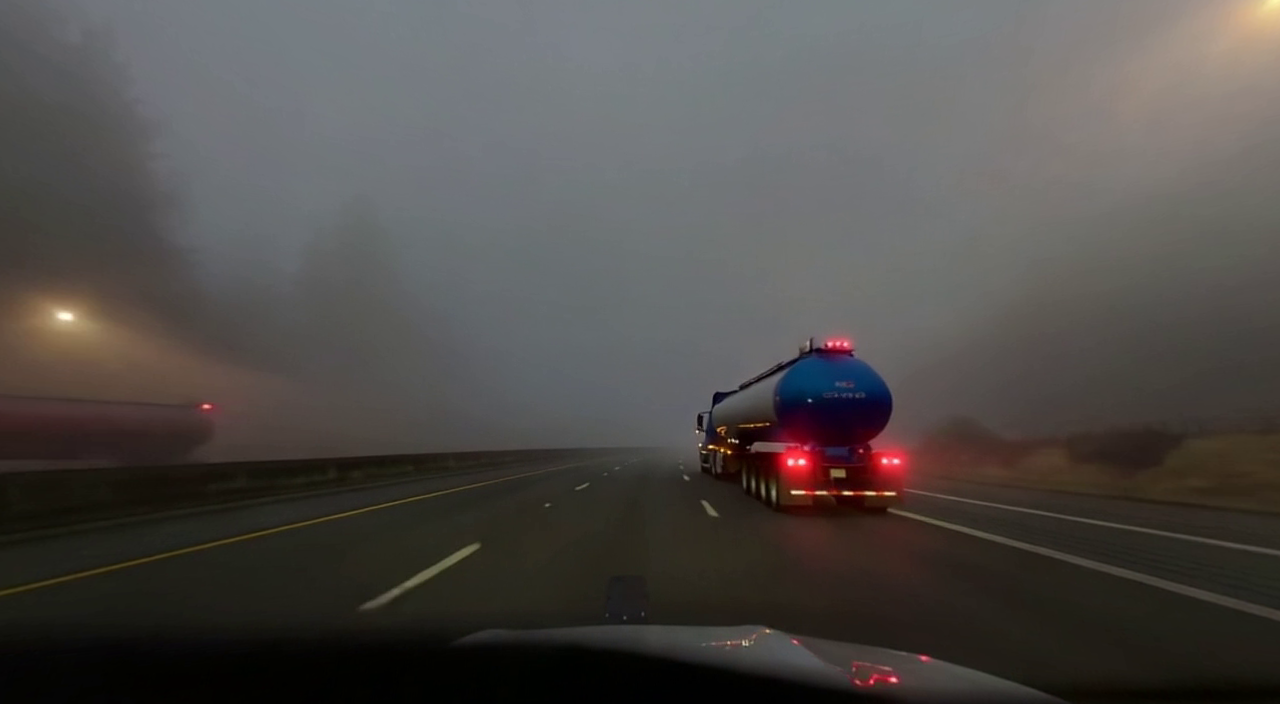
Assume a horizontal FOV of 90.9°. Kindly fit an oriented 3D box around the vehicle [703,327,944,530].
[{"bbox_3d":[3.968,2.397,18.455,2.880,3.624,14.397,0,-8,1],"label":"vehicle"}]

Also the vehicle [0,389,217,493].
[{"bbox_3d":[-24.646,4.185,29.530,2.789,4.030,9.306,-1,-8,3],"label":"vehicle"}]
